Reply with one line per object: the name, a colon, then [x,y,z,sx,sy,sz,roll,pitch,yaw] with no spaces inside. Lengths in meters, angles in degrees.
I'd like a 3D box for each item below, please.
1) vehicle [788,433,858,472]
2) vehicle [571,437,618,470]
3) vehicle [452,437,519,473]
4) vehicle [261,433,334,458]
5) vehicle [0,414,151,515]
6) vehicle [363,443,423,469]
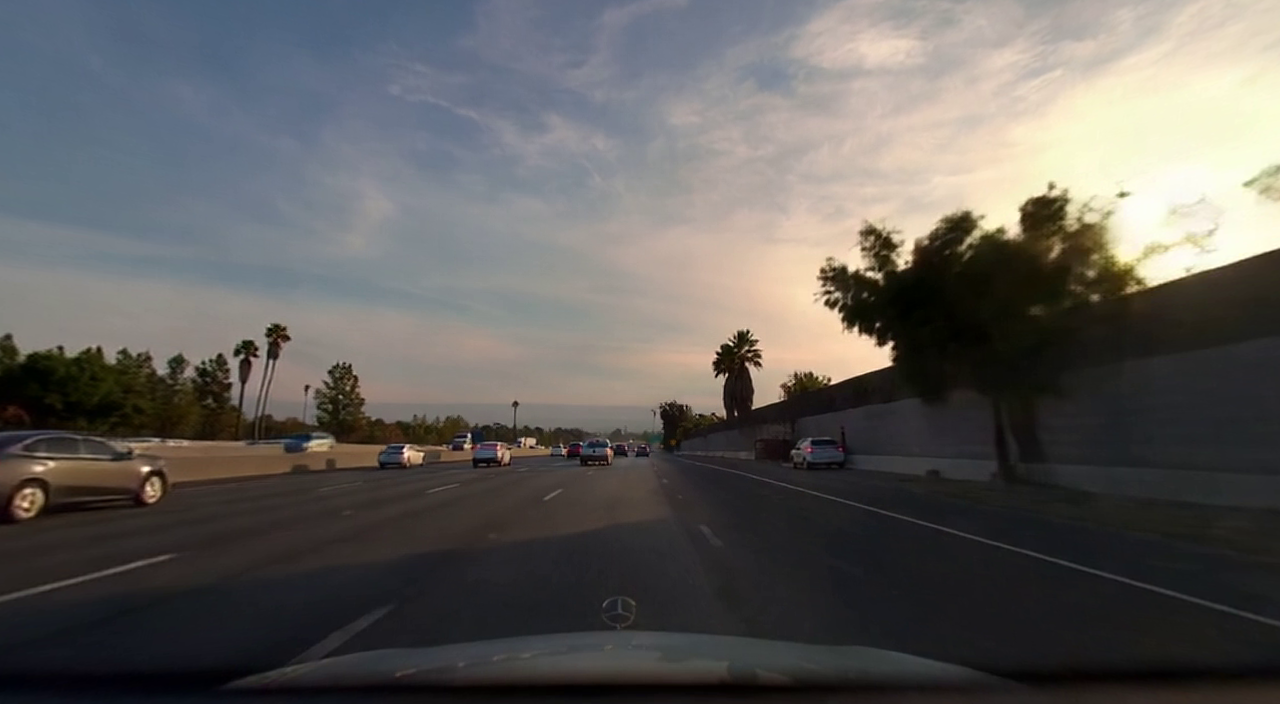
vehicle: [10.272,5.702,36.038,2.302,2.014,5.925,0,-9,1]
vehicle: [-2.368,5.455,34.194,2.201,1.672,4.128,0,-9,0]
vehicle: [-7.729,5.171,31.991,2.204,1.677,4.438,0,-9,1]
vehicle: [-22.701,6.234,42.144,2.088,1.584,4.774,0,-8,2]
vehicle: [-13.044,2.279,12.942,1.986,1.875,4.902,0,-9,1]
vehicle: [-15.850,6.676,40.764,1.916,1.610,4.445,0,-9,2]
